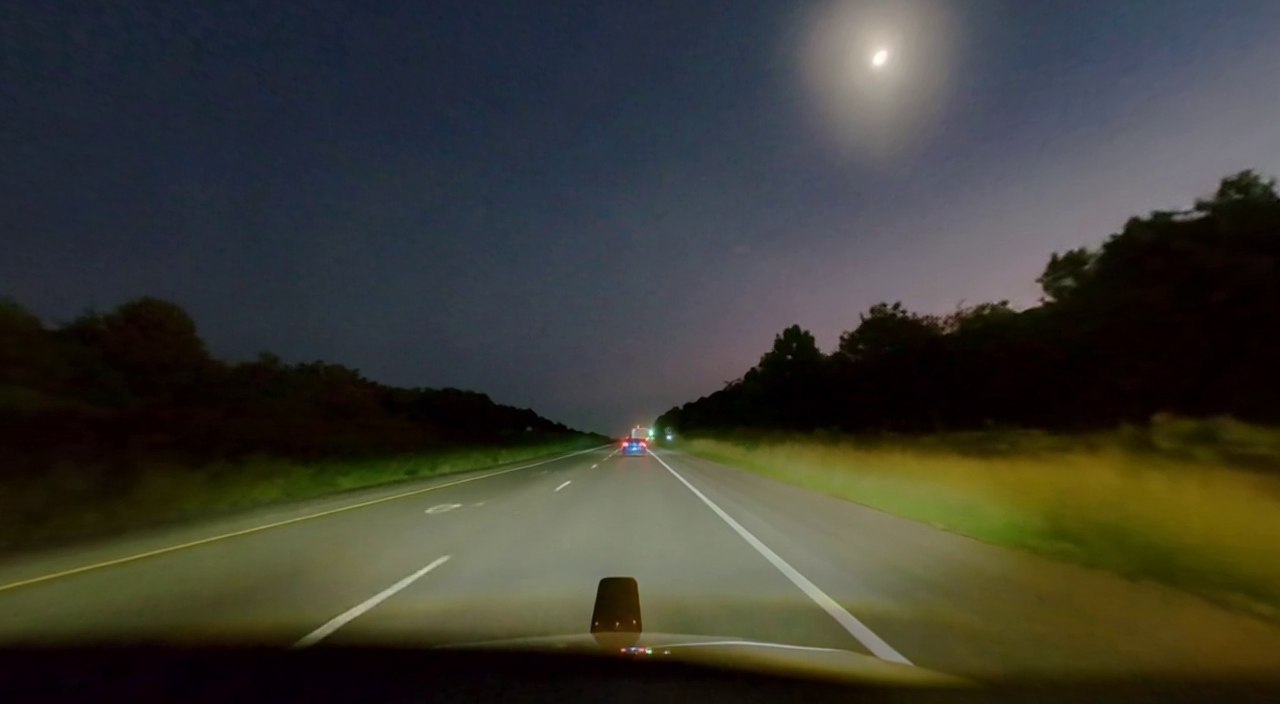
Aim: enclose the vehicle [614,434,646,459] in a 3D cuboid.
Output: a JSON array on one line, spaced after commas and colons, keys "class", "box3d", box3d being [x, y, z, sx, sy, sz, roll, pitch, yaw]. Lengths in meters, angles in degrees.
[{"class": "vehicle", "box3d": [-0.712, 6.661, 44.538, 2.180, 1.717, 4.139, 0, -8, -1]}]
